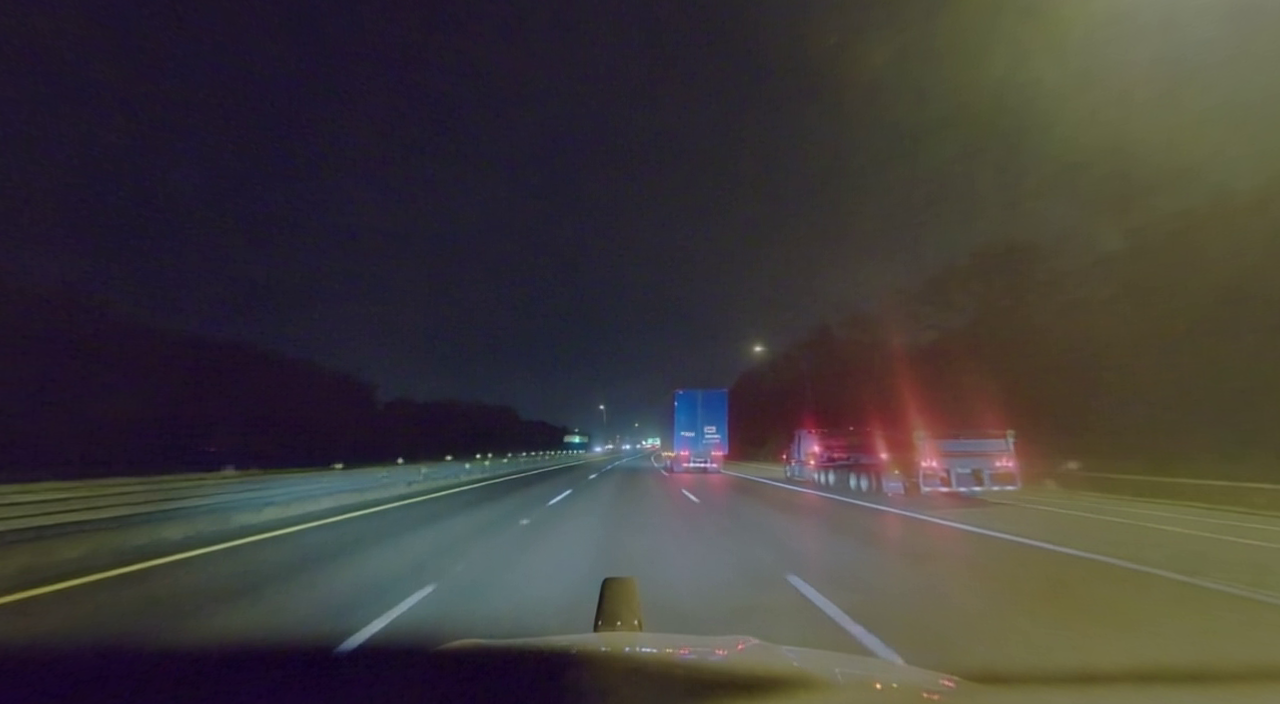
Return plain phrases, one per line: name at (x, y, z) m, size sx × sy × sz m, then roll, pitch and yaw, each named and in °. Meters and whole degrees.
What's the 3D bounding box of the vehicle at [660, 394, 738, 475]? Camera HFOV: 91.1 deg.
vehicle at (3.165, 5.202, 38.481) m, size 3.244 × 4.020 × 14.561 m, roll 0°, pitch -9°, yaw 0°
